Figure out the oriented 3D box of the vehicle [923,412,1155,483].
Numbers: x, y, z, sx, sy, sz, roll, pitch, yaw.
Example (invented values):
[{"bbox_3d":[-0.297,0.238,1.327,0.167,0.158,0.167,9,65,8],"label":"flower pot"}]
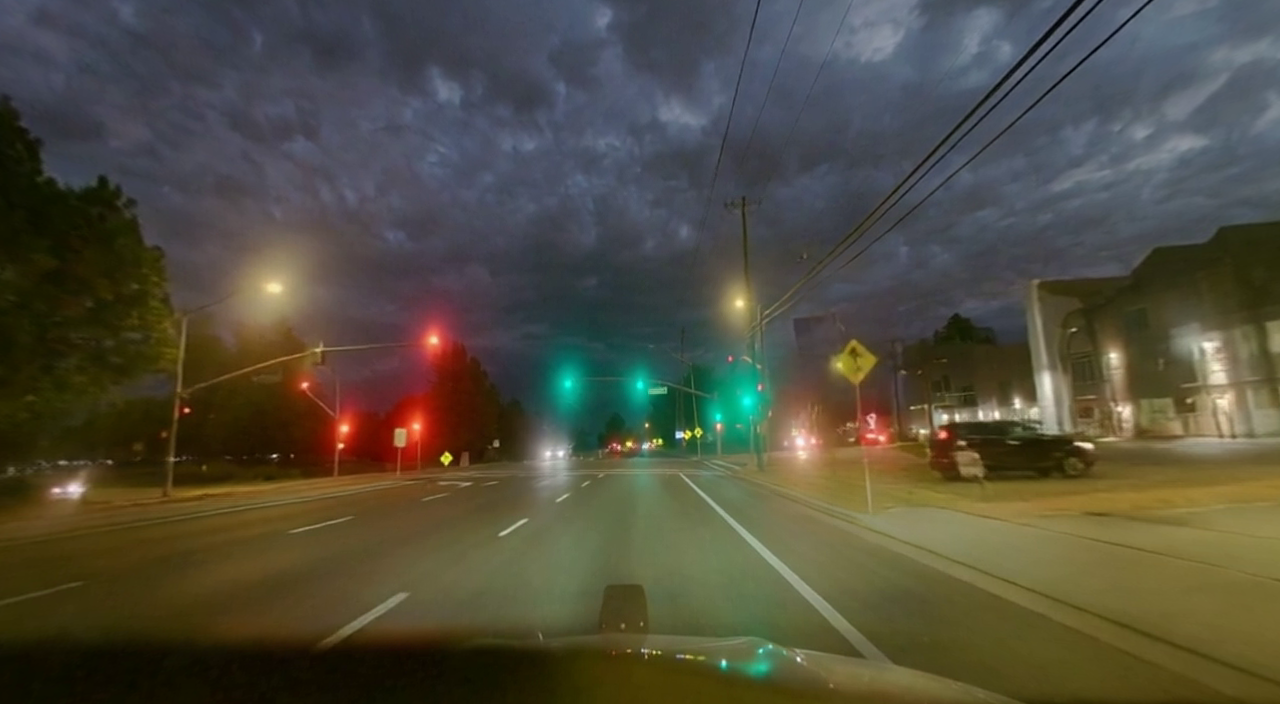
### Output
[{"bbox_3d":[10.475,2.532,16.839,4.765,1.738,2.101,0,-8,-2],"label":"vehicle"}]
